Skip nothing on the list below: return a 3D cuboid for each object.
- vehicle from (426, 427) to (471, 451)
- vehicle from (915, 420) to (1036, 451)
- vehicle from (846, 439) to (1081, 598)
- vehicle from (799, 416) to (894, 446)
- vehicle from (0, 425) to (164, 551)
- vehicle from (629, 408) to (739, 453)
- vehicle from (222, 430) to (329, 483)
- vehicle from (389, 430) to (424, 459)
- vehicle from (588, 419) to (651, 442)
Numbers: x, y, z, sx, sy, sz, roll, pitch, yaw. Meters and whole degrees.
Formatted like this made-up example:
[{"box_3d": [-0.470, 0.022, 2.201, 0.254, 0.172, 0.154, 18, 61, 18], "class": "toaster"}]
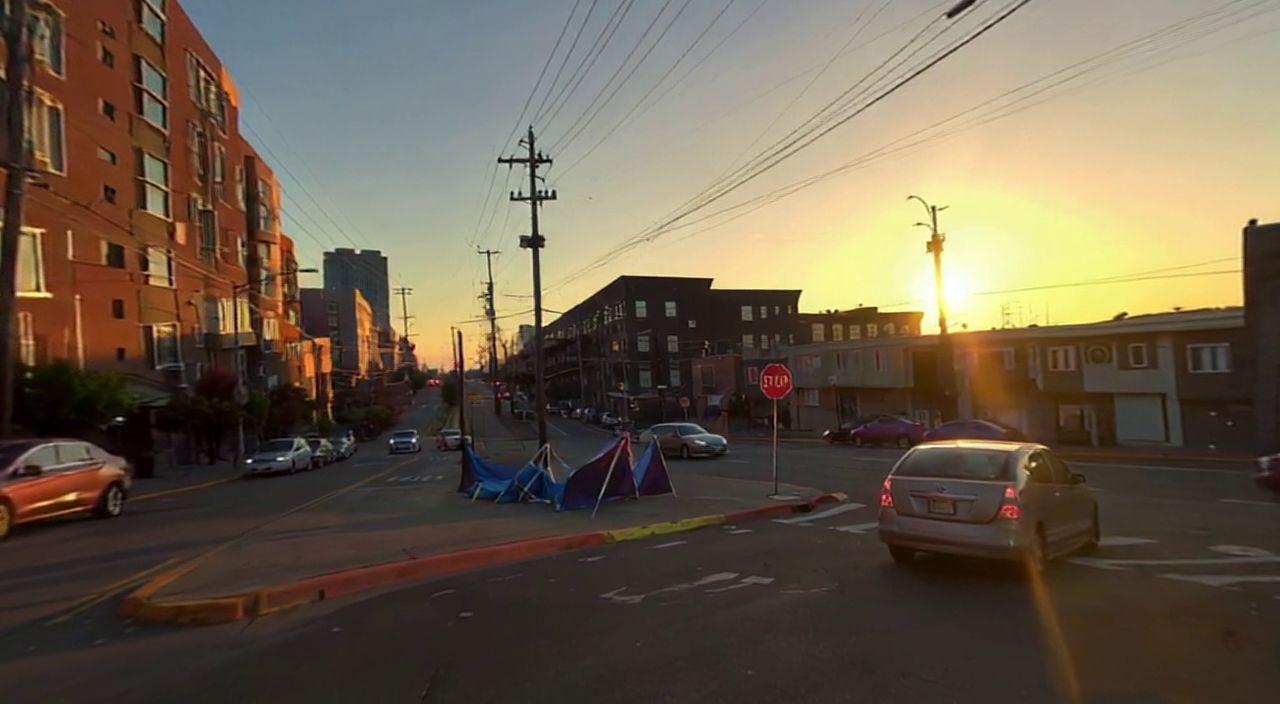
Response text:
[{"box_3d": [-14.646, 6.666, 48.218, 1.870, 1.724, 4.320, 6, -10, -36], "class": "vehicle"}, {"box_3d": [16.401, 4.151, 31.118, 1.824, 1.414, 4.820, 7, -11, -39], "class": "vehicle"}, {"box_3d": [4.709, 2.073, 8.895, 1.945, 1.647, 4.160, -7, -11, 39], "class": "vehicle"}, {"box_3d": [10.770, 4.216, 33.259, 1.790, 1.468, 4.422, 7, -11, -39], "class": "vehicle"}, {"box_3d": [-10.606, 2.208, 10.699, 1.934, 1.798, 5.317, 2, -9, -13], "class": "vehicle"}, {"box_3d": [2.024, 3.896, 30.939, 2.152, 1.970, 5.506, 5, -10, -38], "class": "vehicle"}, {"box_3d": [-14.006, 4.034, 24.682, 2.054, 1.800, 5.212, 1, -9, -12], "class": "vehicle"}, {"box_3d": [-15.152, 6.024, 41.138, 1.987, 1.686, 3.971, 0, -8, -18], "class": "vehicle"}, {"box_3d": [-1.468, 5.495, 43.938, 2.089, 1.506, 4.641, 6, -10, -36], "class": "vehicle"}]
